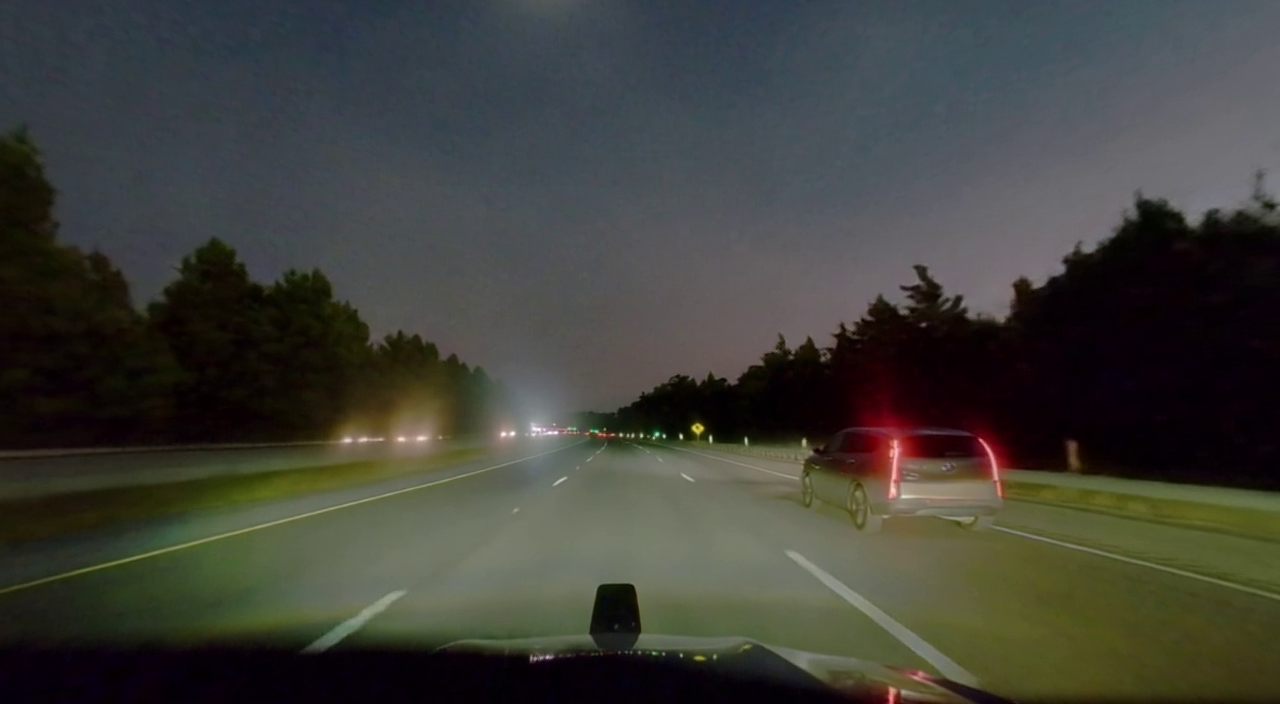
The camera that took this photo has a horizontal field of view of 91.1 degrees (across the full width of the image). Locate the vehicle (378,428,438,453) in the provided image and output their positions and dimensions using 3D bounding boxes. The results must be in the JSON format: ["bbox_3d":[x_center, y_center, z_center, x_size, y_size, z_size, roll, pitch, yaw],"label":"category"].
[{"bbox_3d":[-13.952,5.370,38.144,1.924,1.424,4.695,0,-8,-1],"label":"vehicle"}]
